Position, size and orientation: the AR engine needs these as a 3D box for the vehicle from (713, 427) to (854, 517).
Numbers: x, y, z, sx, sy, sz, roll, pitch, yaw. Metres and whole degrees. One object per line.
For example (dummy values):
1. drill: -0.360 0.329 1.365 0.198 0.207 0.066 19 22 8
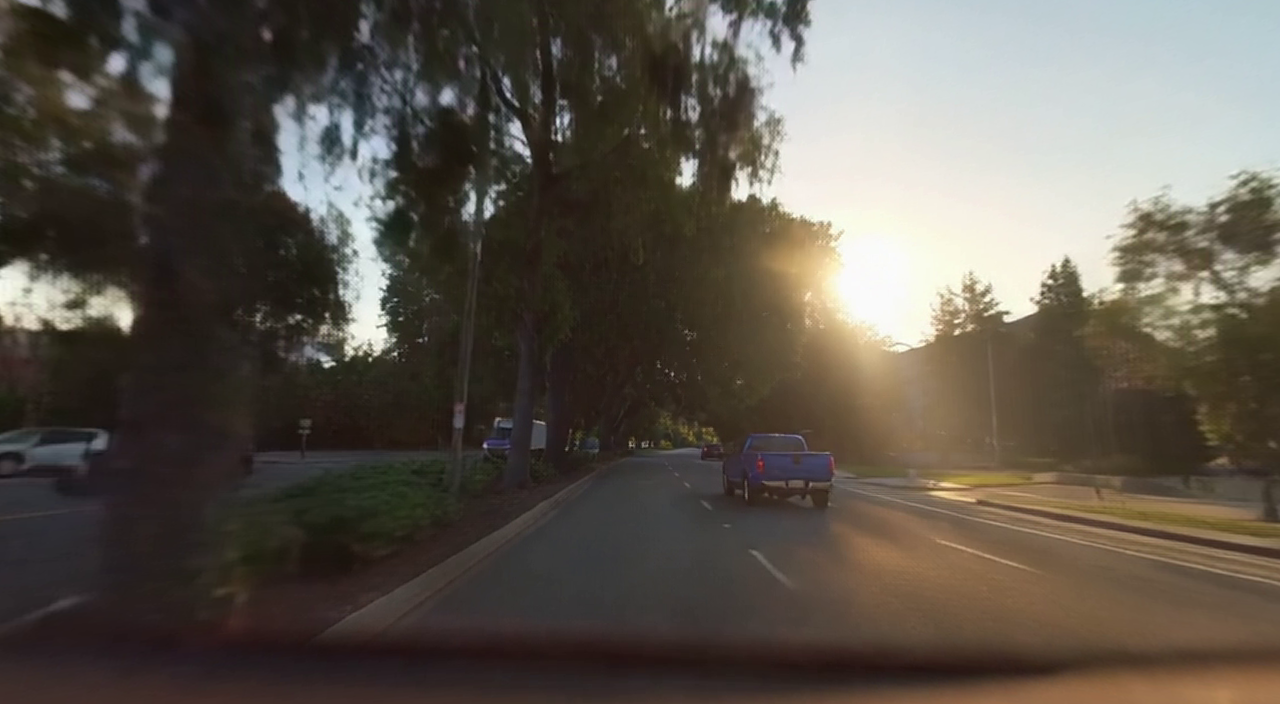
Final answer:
1. vehicle: 3.043 2.667 14.543 2.108 1.712 4.616 0 -8 -1

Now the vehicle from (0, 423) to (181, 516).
1. vehicle: -11.178 2.118 11.704 1.892 1.471 4.532 0 -8 0

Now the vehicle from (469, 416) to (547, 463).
1. vehicle: -8.628 5.998 42.808 3.046 2.782 10.538 0 -8 0
